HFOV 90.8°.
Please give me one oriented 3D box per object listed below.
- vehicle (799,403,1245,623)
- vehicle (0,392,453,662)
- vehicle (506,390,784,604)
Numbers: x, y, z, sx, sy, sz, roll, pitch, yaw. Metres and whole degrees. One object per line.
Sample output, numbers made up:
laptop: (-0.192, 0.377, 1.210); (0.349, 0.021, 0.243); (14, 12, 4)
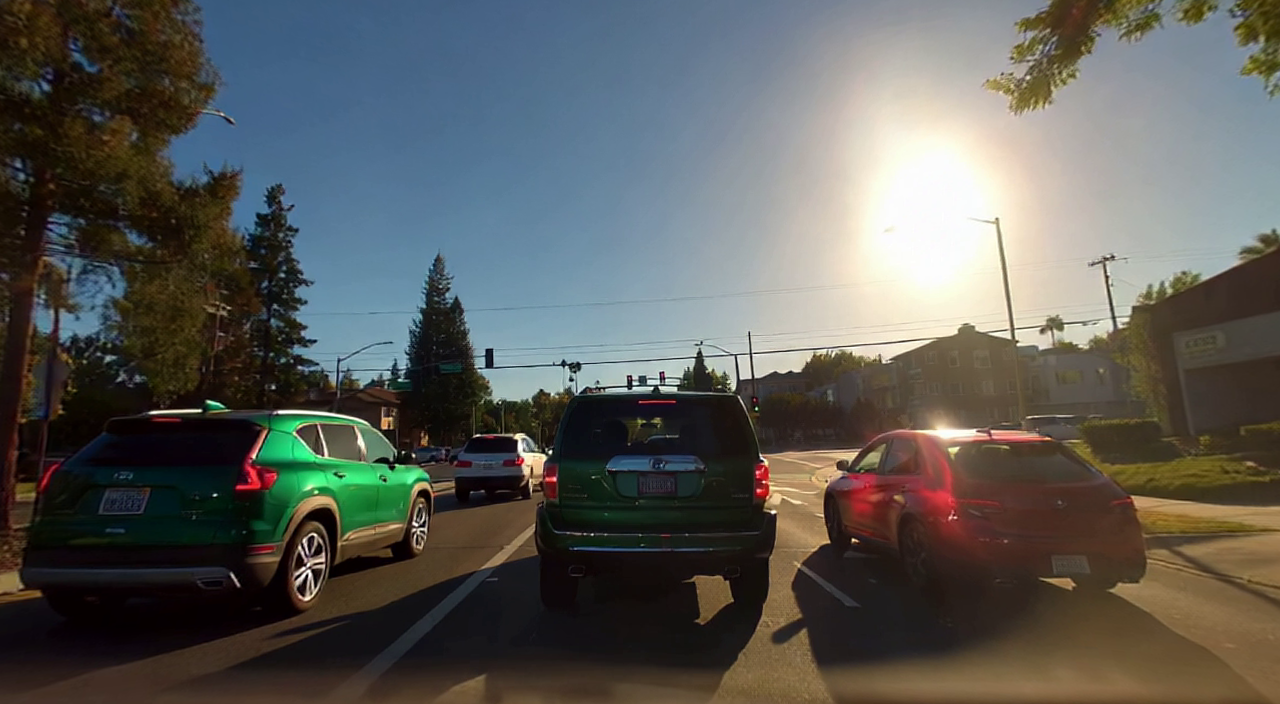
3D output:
vehicle: (3.476, 1.551, 7.044); (2.202, 1.657, 4.298); (0, -9, -1)
vehicle: (-3.375, 1.373, 5.967); (1.961, 1.639, 4.064); (0, -9, 0)
vehicle: (0.020, 1.489, 7.248); (2.294, 1.761, 3.857); (0, -9, -1)
